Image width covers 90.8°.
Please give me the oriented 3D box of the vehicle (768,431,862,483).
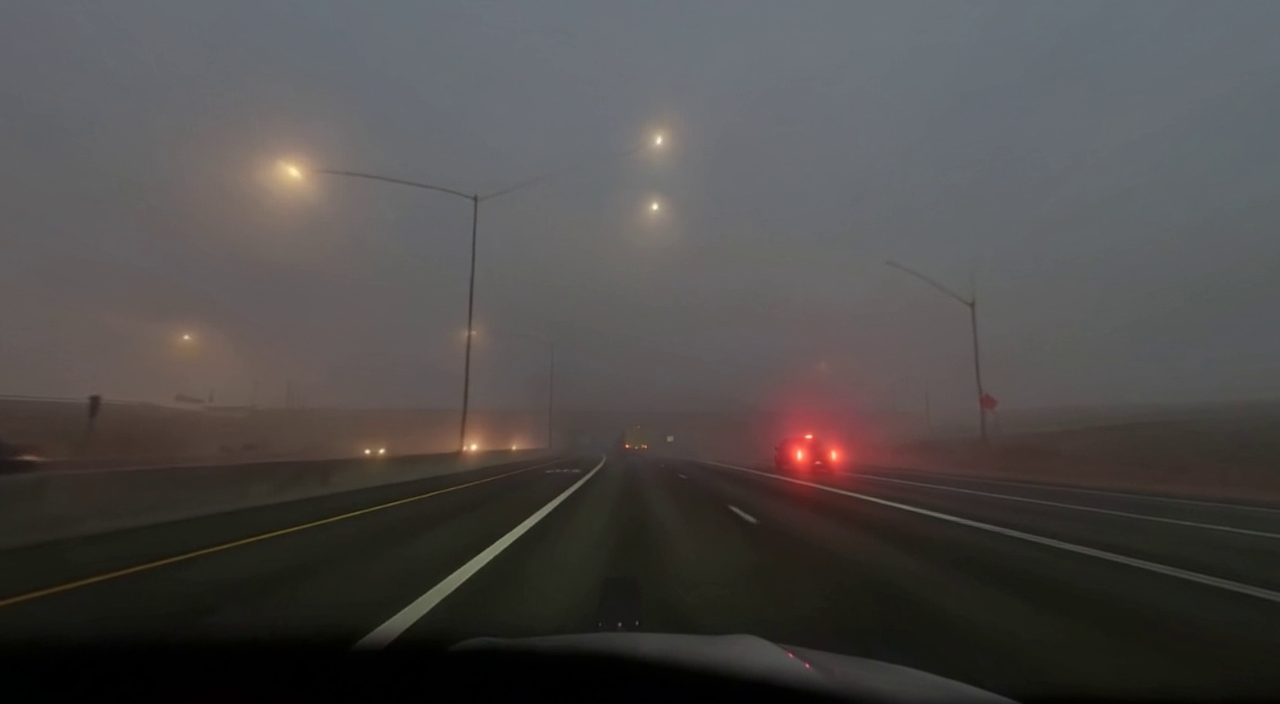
[{"bbox_3d":[6.377,3.880,23.605,2.104,1.723,4.538,0,-9,-2],"label":"vehicle"}]
